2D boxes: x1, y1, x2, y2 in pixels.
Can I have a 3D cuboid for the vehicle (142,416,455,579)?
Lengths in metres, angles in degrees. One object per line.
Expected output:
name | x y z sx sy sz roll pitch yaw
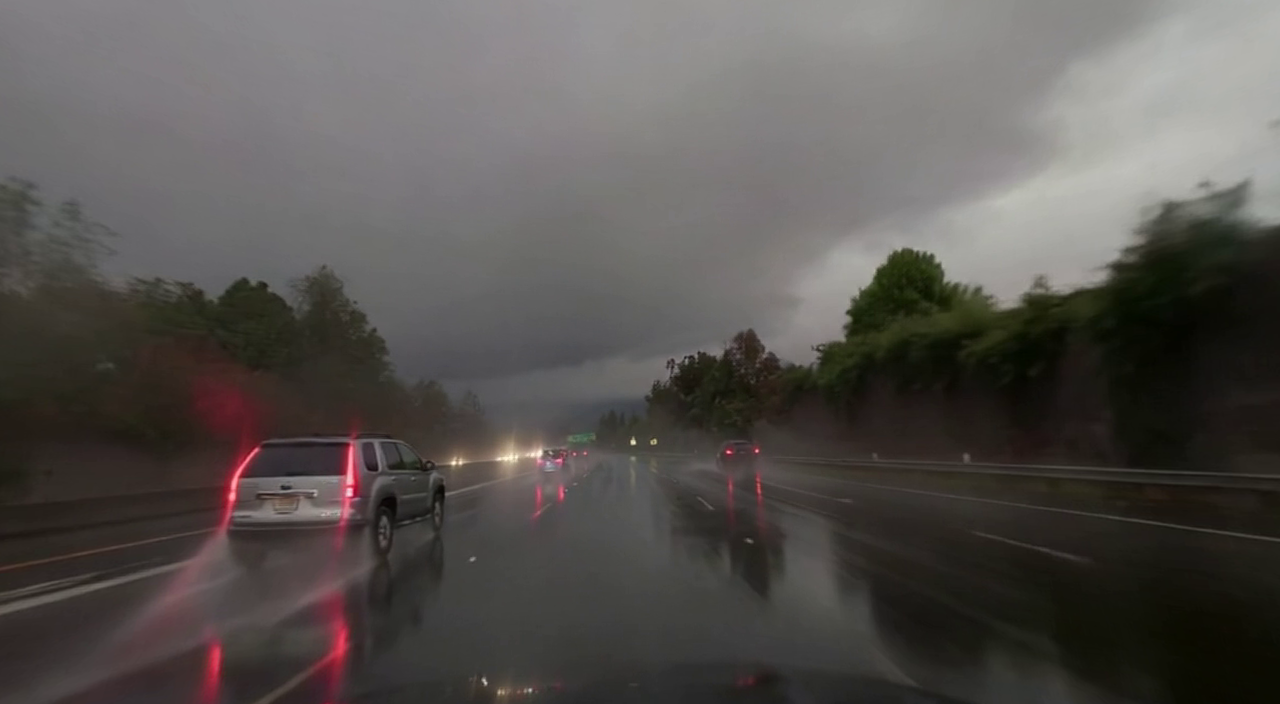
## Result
vehicle | -4.336 1.913 9.029 2.079 1.745 4.281 0 -9 0

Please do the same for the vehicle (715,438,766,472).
vehicle | 6.549 6.827 41.760 2.378 2.096 5.119 0 -9 -2

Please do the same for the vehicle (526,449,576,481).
vehicle | -4.473 5.760 32.375 2.009 1.488 4.289 0 -9 -1
